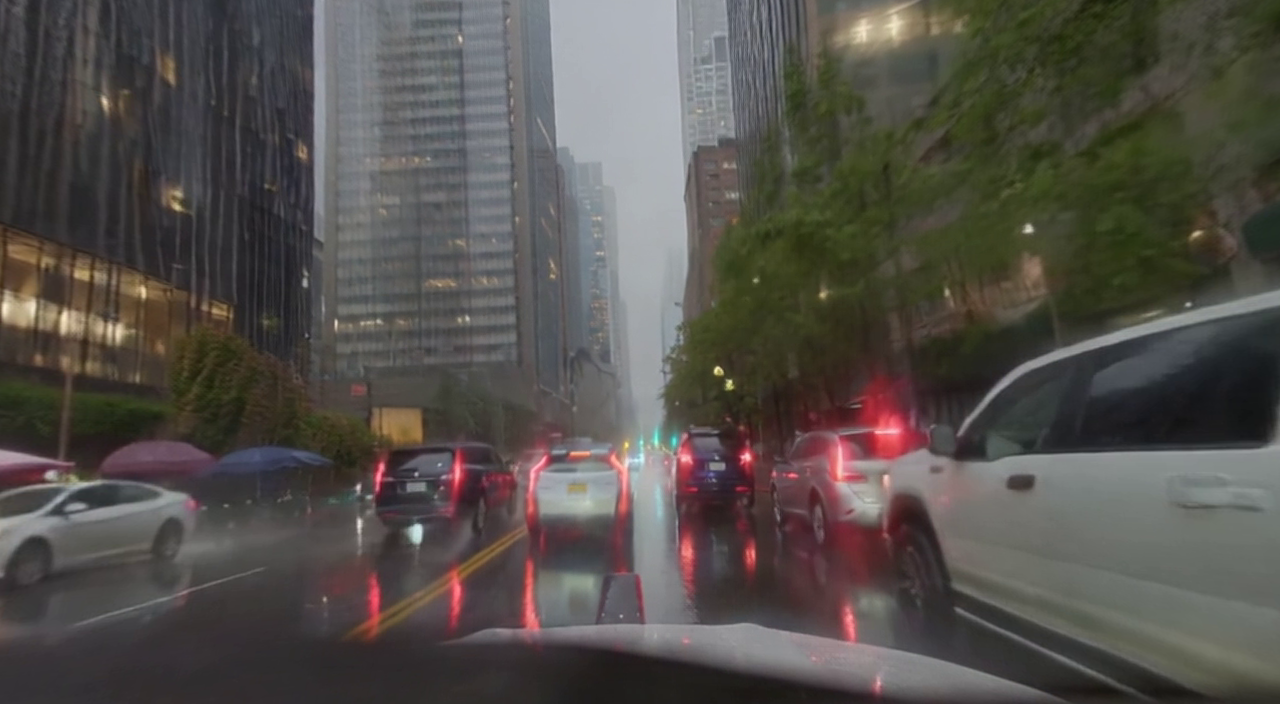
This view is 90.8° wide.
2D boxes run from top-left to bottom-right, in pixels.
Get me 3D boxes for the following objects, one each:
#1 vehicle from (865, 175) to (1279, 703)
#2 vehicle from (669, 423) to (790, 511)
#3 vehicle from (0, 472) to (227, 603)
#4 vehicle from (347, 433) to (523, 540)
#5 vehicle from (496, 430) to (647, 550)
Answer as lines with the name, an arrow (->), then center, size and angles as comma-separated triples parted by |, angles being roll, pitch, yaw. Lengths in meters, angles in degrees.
vehicle -> 2.972, 0.613, 2.413 | 2.225, 2.070, 5.264 | 0, -8, -1
vehicle -> 2.559, 2.963, 16.873 | 2.352, 1.953, 4.798 | -3, -9, 18
vehicle -> -9.281, 2.805, 10.282 | 1.976, 1.475, 4.684 | 0, -8, -1
vehicle -> -3.941, 2.640, 13.184 | 2.000, 1.818, 4.668 | 0, -8, 2
vehicle -> -0.939, 2.241, 10.940 | 2.076, 1.667, 3.948 | 0, -8, 1
